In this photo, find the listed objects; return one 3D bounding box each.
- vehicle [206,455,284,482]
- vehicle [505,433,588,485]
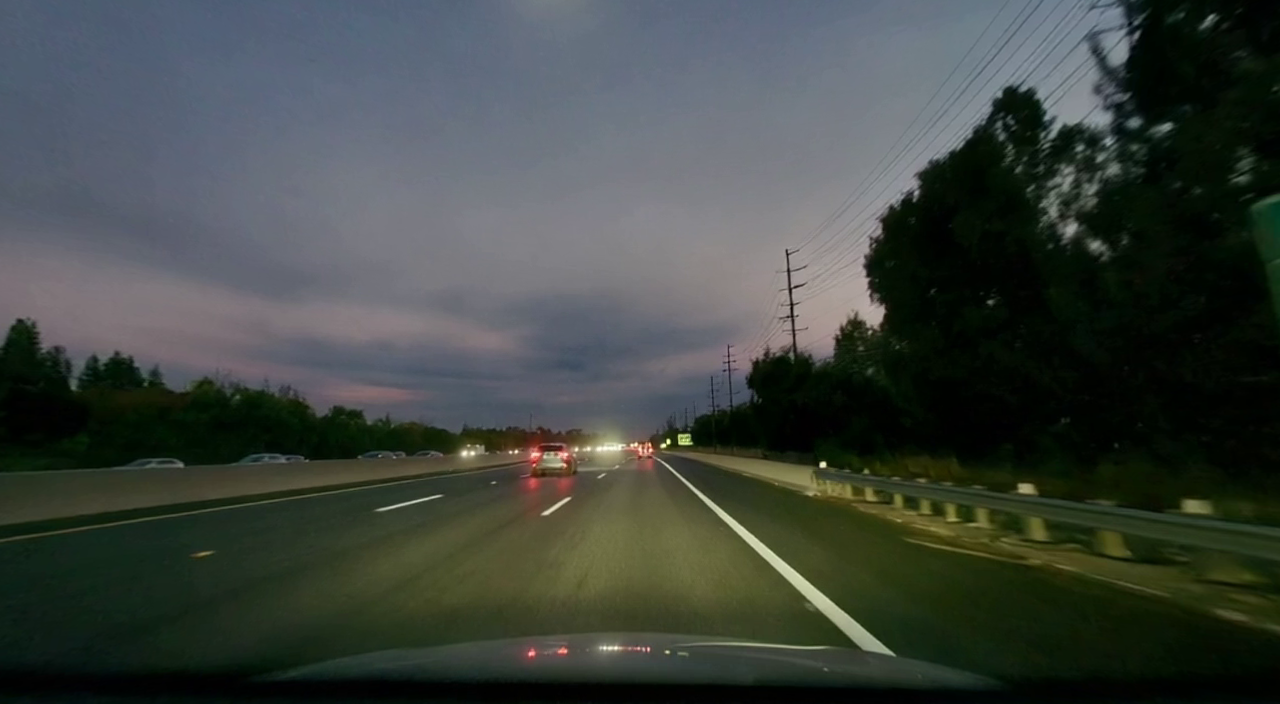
[{"bbox_3d":[-24.260,7.131,38.885,1.840,1.510,4.549,0,-9,1],"label":"vehicle"},{"bbox_3d":[-3.727,4.423,26.336,2.577,1.939,5.408,0,-9,1],"label":"vehicle"}]
